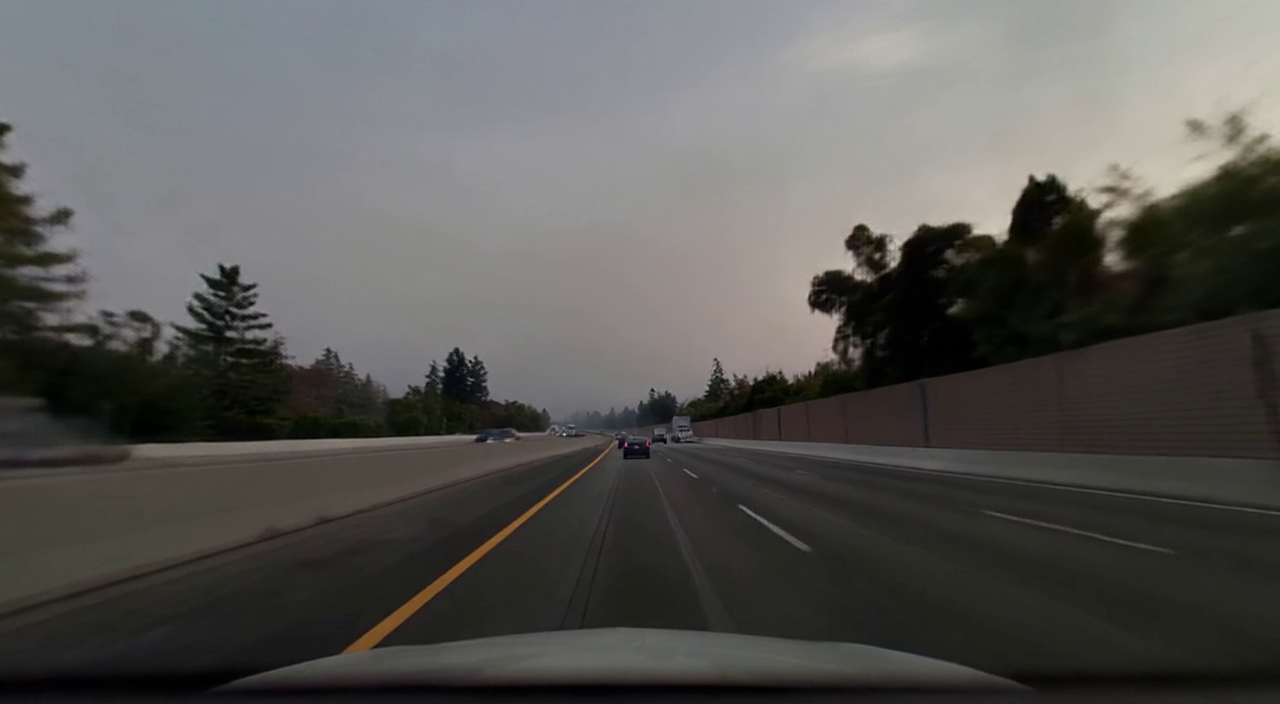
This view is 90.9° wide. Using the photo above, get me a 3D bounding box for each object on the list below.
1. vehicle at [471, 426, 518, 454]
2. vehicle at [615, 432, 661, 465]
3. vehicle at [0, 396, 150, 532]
[{"bbox_3d":[-9.371,5.677,40.810,2.099,1.679,4.047,-1,-8,0],"label":"vehicle"},{"bbox_3d":[-0.132,4.738,31.229,2.119,1.480,4.000,0,-8,-1],"label":"vehicle"},{"bbox_3d":[-8.143,1.290,7.264,1.941,1.506,3.768,-1,-8,0],"label":"vehicle"}]
